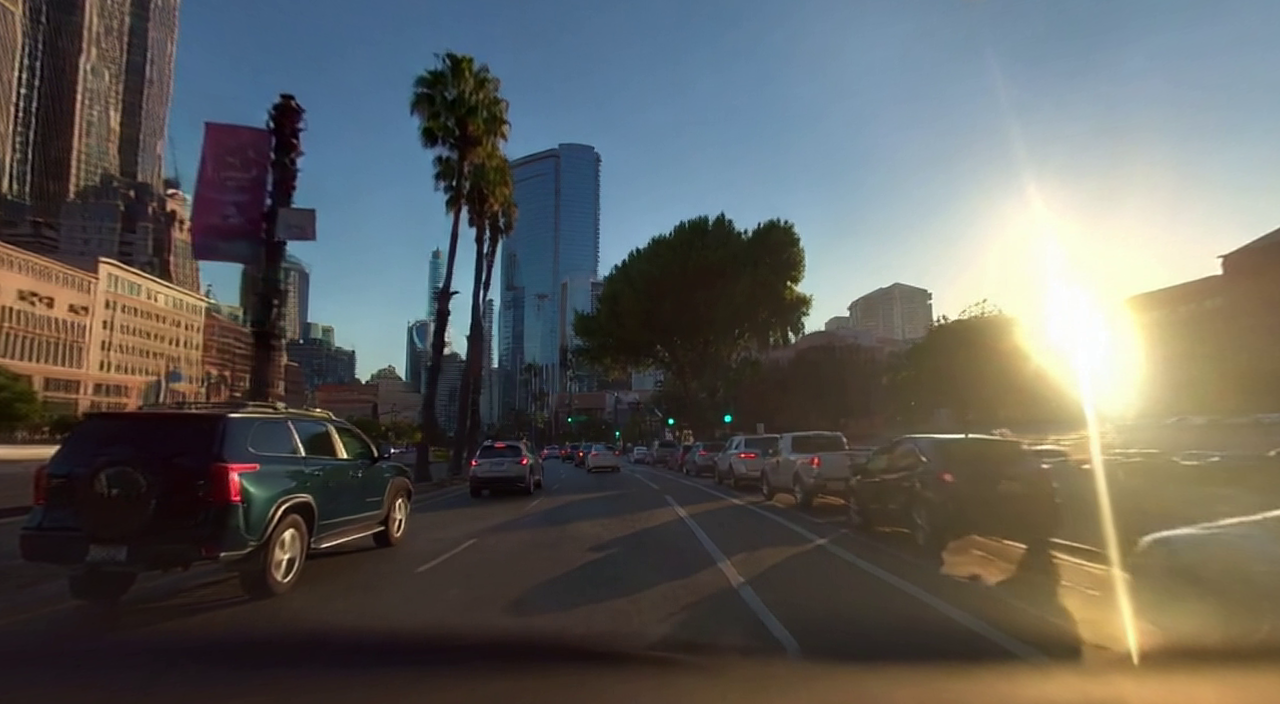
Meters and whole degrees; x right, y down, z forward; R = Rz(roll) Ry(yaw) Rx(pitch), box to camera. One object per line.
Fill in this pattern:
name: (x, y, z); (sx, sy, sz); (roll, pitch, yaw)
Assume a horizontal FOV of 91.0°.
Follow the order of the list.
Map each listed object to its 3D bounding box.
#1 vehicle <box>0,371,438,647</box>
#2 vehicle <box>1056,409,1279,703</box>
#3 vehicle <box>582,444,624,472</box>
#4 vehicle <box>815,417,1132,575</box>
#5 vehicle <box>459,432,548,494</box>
vehicle: (-3.660, 1.336, 6.300); (1.800, 1.797, 4.224); (0, -9, 1)
vehicle: (4.096, 0.970, 2.623); (1.829, 1.499, 4.109); (0, -9, -1)
vehicle: (-2.088, 5.755, 34.411); (2.036, 1.461, 3.890); (1, -9, -7)
vehicle: (4.048, 1.814, 8.753); (1.773, 1.584, 4.553); (0, -9, -2)
vehicle: (-4.191, 3.482, 20.125); (2.014, 1.740, 4.392); (0, -9, -2)
